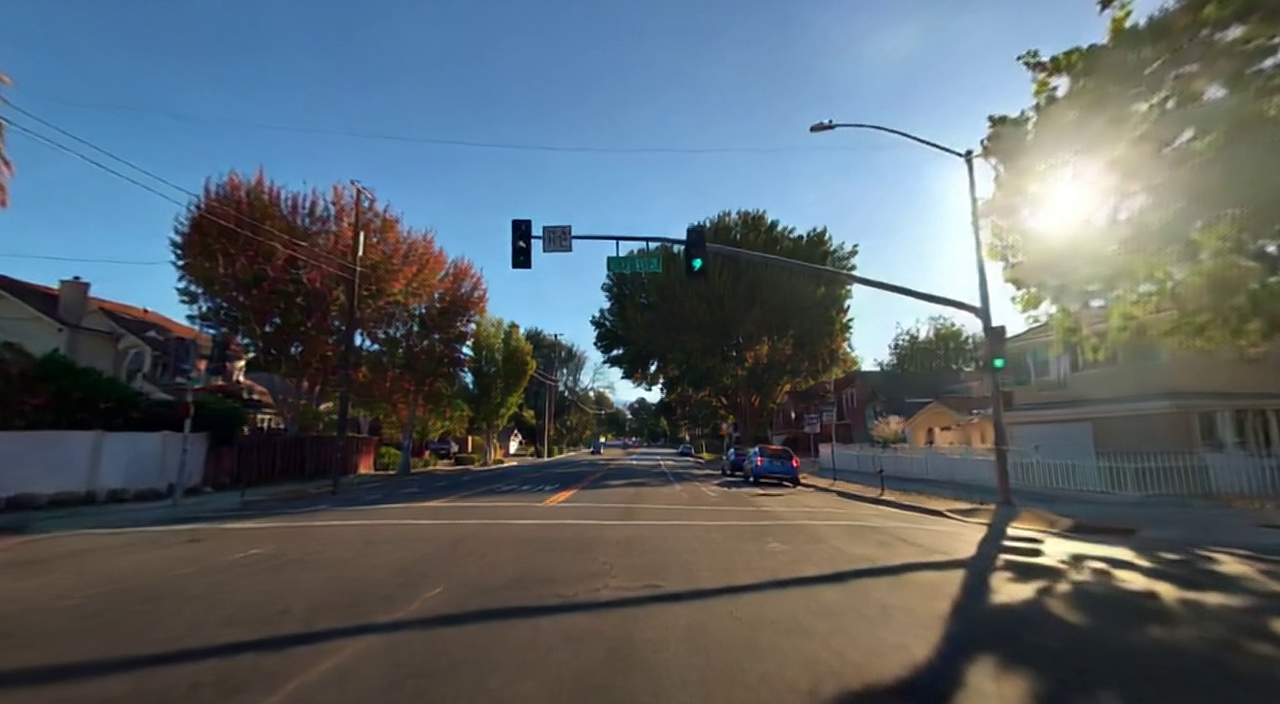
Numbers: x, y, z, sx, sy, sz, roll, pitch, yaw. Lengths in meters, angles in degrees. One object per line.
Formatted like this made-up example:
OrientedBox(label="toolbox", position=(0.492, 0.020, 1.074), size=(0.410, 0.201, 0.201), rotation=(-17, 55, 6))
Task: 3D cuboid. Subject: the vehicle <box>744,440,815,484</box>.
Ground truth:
OrientedBox(label="vehicle", position=(5.502, 4.383, 25.513), size=(1.891, 1.611, 4.269), rotation=(0, -8, 0))
